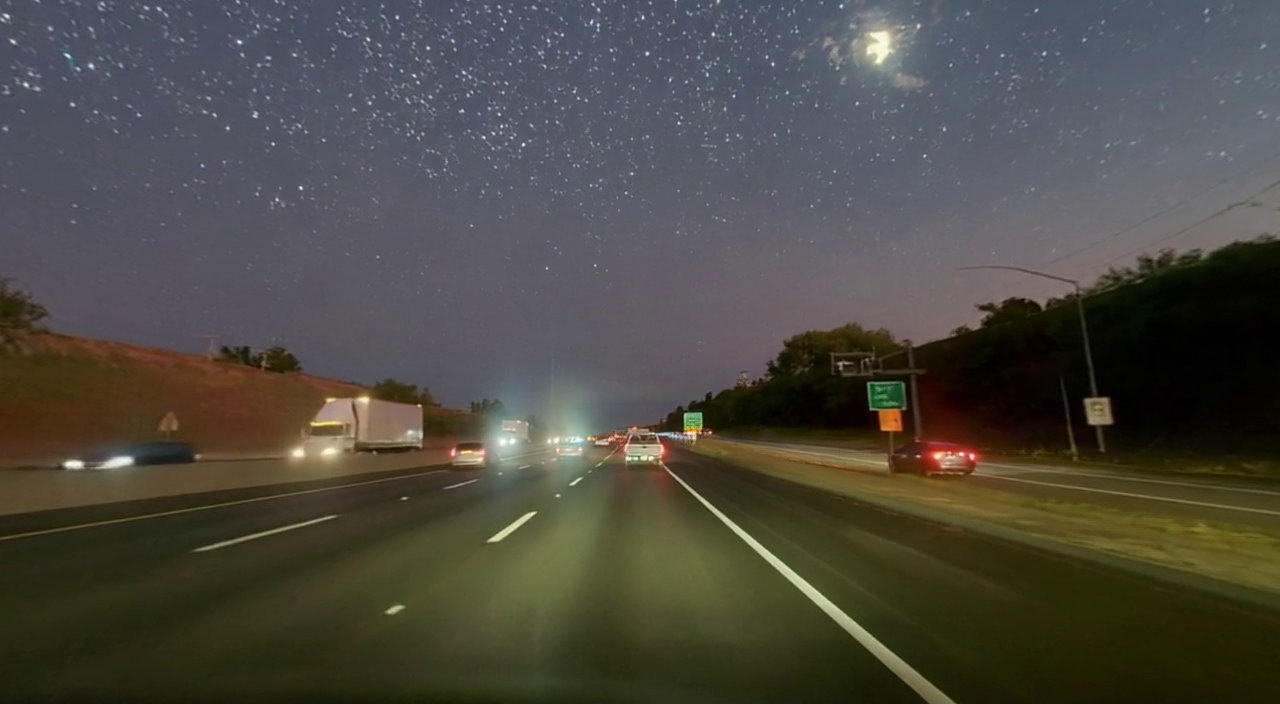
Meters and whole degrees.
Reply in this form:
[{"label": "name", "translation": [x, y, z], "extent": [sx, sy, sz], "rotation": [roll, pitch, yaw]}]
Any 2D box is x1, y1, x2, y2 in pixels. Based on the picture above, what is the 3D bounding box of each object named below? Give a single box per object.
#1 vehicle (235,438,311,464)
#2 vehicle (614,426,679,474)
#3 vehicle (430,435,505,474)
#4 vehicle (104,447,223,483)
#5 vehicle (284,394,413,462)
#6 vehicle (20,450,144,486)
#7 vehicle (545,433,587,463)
[{"label": "vehicle", "translation": [-25.401, 6.872, 43.997], "extent": [1.861, 1.717, 5.766], "rotation": [0, -8, -1]}, {"label": "vehicle", "translation": [0.184, 3.963, 25.621], "extent": [2.378, 1.750, 4.355], "rotation": [0, -8, -1]}, {"label": "vehicle", "translation": [-7.890, 4.731, 29.435], "extent": [2.195, 1.652, 4.733], "rotation": [0, -8, 0]}, {"label": "vehicle", "translation": [-21.180, 4.994, 28.359], "extent": [1.839, 1.455, 4.501], "rotation": [0, -8, 0]}, {"label": "vehicle", "translation": [-18.099, 5.016, 40.490], "extent": [3.029, 3.729, 11.072], "rotation": [0, -8, -1]}, {"label": "vehicle", "translation": [-25.069, 5.191, 28.607], "extent": [1.873, 1.435, 4.122], "rotation": [0, -8, 0]}, {"label": "vehicle", "translation": [-4.393, 5.792, 38.261], "extent": [2.044, 1.717, 4.421], "rotation": [0, -8, 0]}]
